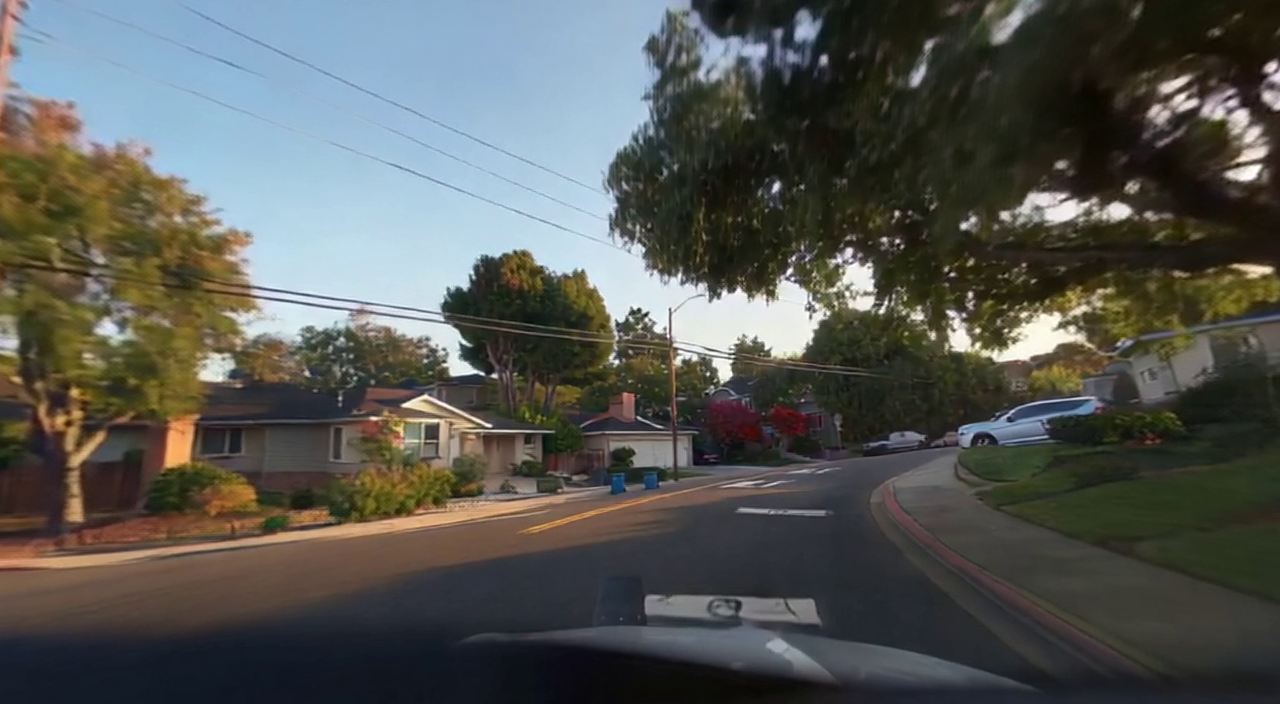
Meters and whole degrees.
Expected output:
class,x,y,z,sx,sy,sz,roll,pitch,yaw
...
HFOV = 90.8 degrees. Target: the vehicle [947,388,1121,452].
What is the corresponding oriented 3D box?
class,x,y,z,sx,sy,sz,roll,pitch,yaw
vehicle,14.293,2.584,23.109,5.011,2.014,2.056,-8,-13,39
